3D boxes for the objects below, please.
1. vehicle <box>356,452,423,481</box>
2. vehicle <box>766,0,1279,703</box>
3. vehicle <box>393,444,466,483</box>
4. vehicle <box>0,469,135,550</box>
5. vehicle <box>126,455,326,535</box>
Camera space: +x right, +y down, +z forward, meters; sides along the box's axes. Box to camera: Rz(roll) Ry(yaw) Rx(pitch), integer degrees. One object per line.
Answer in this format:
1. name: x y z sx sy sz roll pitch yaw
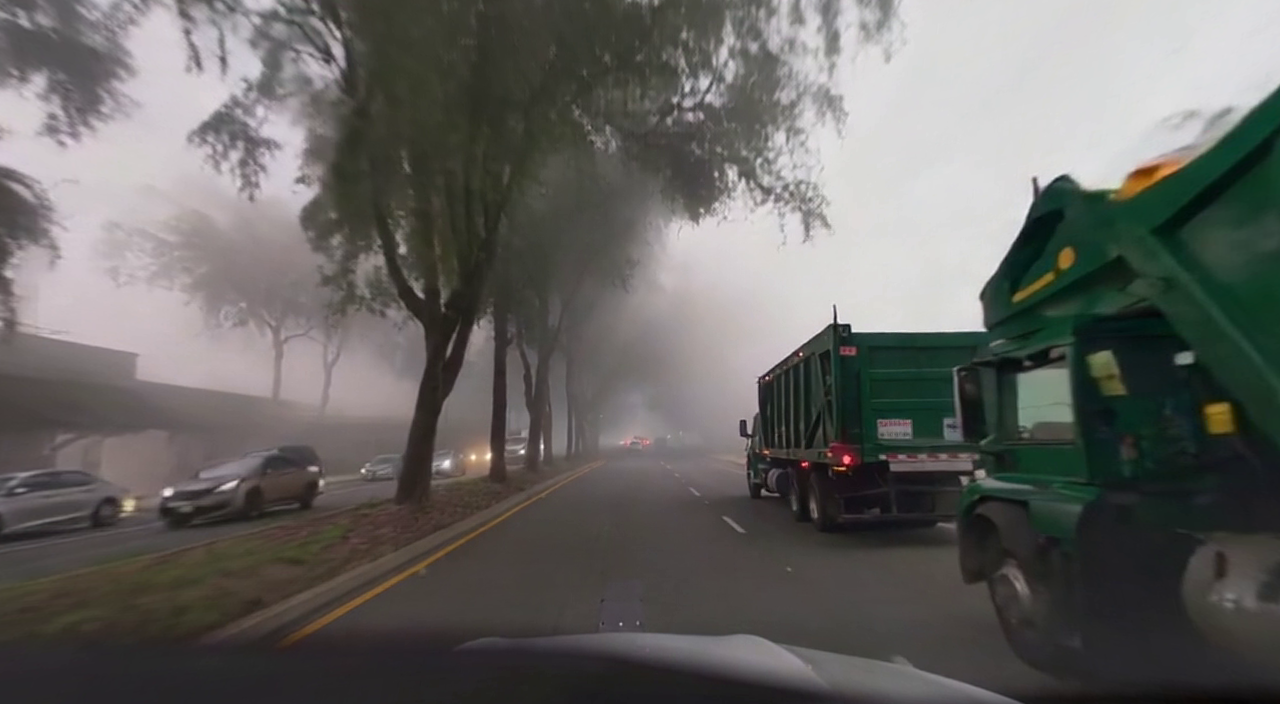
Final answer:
1. vehicle: -14.116 6.471 35.900 1.928 1.480 4.686 0 -8 -1
2. vehicle: 3.740 0.441 6.079 2.731 3.407 10.262 0 -9 -1
3. vehicle: -10.210 5.422 31.077 2.089 1.754 4.573 0 -9 -1
4. vehicle: -13.212 3.226 13.077 1.803 1.427 4.604 0 -9 -2
5. vehicle: -9.568 3.279 15.148 1.953 1.539 4.326 0 -9 -2
